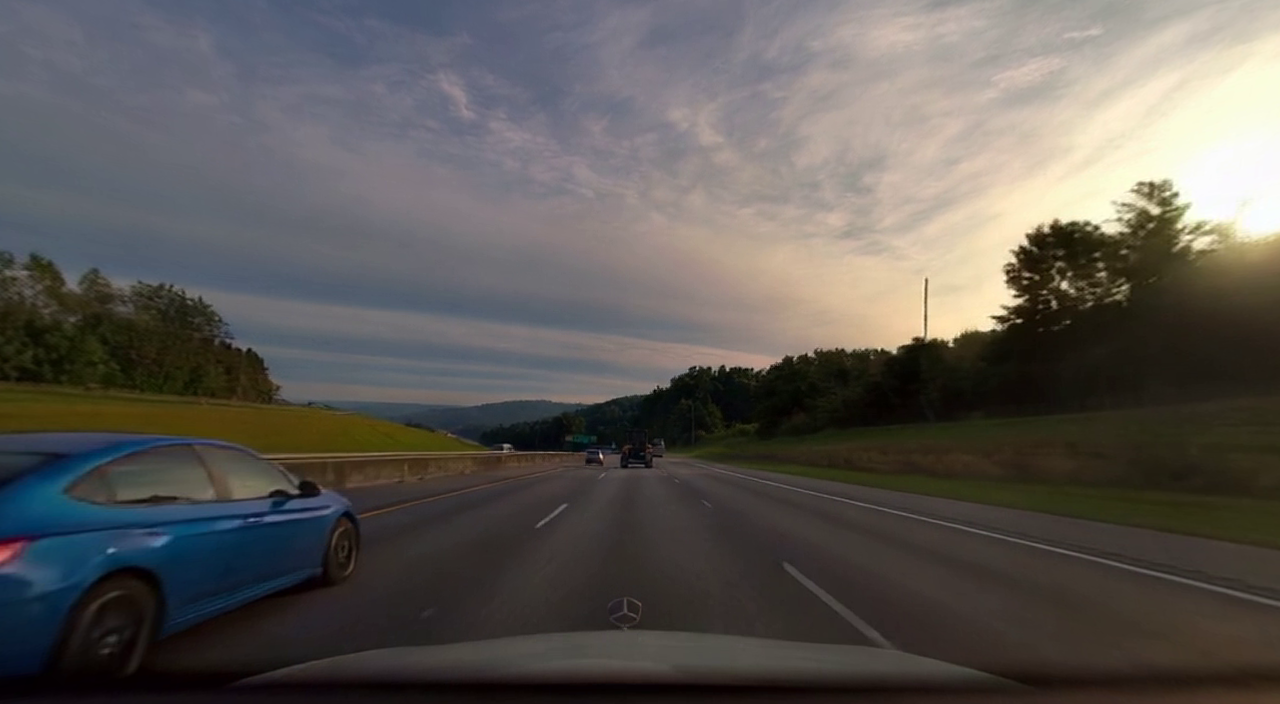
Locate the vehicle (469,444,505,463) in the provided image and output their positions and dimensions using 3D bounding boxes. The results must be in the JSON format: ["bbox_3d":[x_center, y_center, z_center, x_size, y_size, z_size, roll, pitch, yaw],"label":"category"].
[{"bbox_3d":[-11.911,7.948,49.350,1.767,1.452,3.615,-1,-9,3],"label":"vehicle"}]

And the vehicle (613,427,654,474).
[{"bbox_3d":[-0.506,6.971,44.787,2.672,3.056,6.900,0,-9,-1],"label":"vehicle"}]

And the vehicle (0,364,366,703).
[{"bbox_3d":[-3.299,0.996,2.994,2.088,1.643,4.215,0,-9,0],"label":"vehicle"}]
